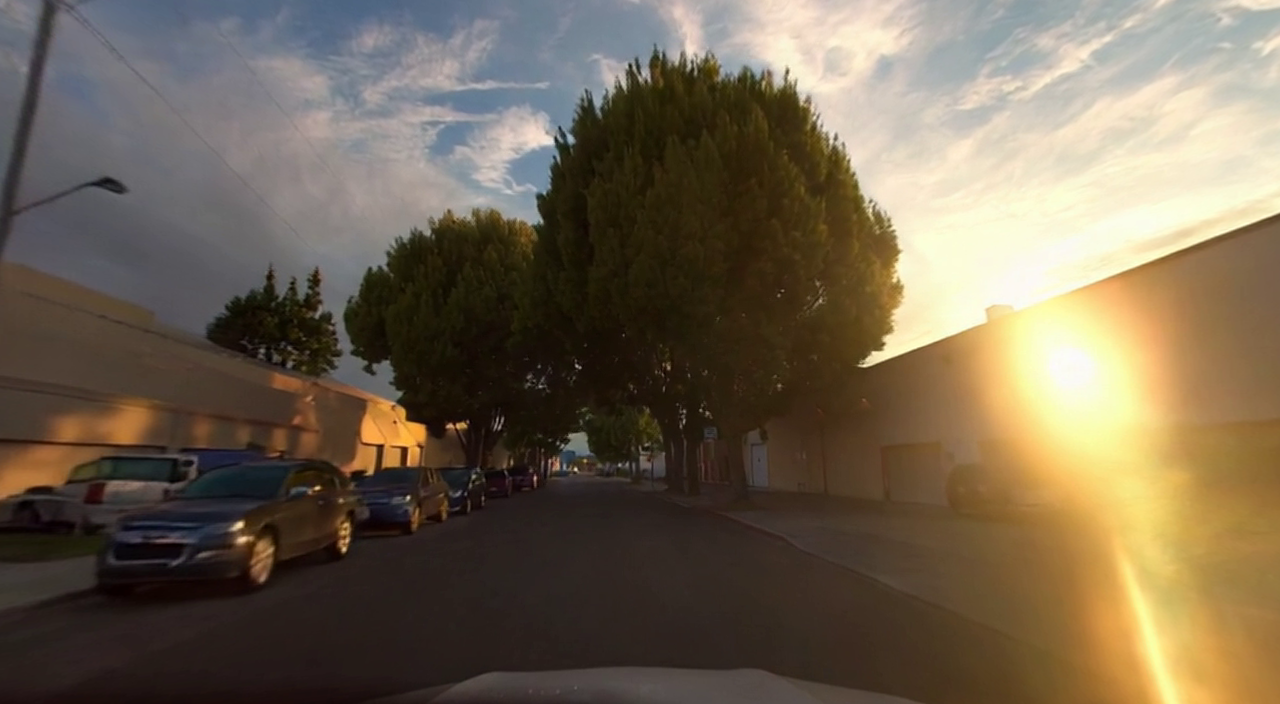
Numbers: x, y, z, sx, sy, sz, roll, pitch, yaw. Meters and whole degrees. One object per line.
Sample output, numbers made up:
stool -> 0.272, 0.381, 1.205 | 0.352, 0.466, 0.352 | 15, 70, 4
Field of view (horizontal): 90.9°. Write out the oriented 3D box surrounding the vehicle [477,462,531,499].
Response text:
vehicle -> -6.503, 6.225, 30.601 | 1.882, 1.606, 4.191 | 1, -11, -3

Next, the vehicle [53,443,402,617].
vehicle -> -4.883, 2.101, 8.433 | 1.886, 1.640, 4.311 | 3, -9, -3
